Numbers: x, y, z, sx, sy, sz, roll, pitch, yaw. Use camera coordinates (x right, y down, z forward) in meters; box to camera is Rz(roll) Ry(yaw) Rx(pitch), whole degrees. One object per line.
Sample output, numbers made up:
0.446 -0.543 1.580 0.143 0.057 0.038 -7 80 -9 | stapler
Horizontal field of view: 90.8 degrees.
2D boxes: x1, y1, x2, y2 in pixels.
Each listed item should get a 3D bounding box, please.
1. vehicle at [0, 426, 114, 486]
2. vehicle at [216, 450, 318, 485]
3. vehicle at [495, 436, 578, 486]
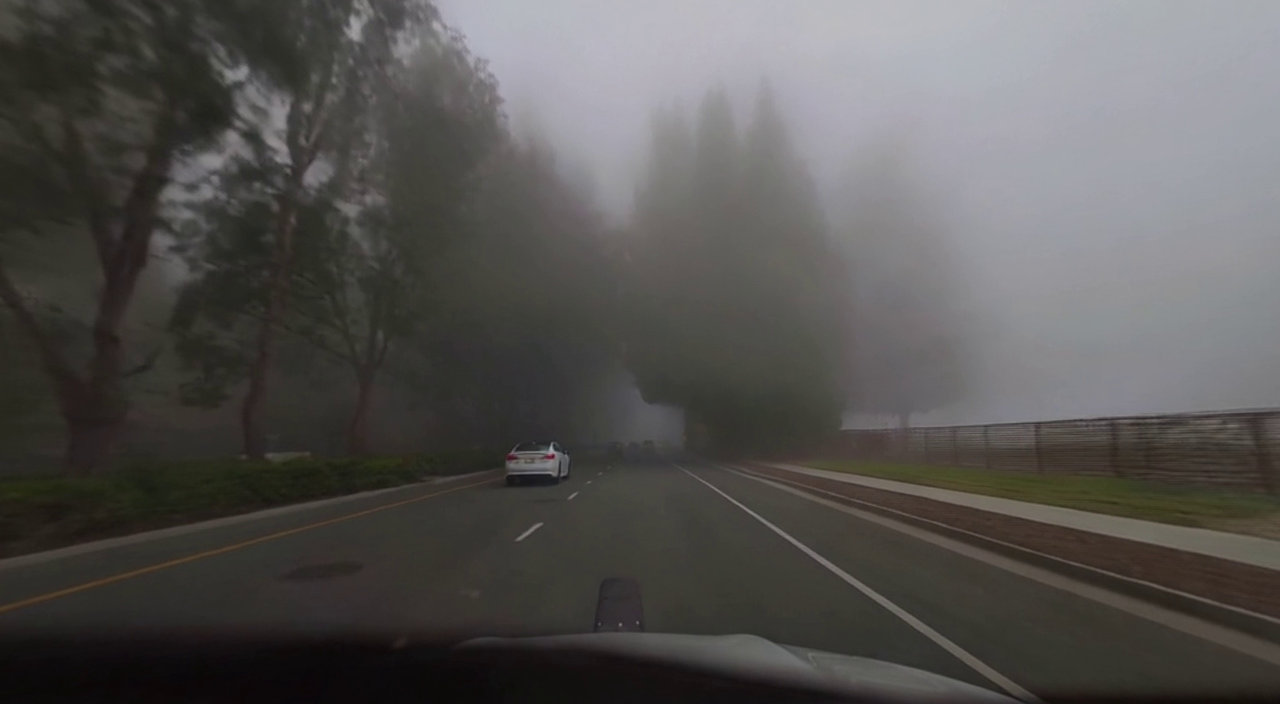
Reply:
-34.396 5.795 34.959 2.817 3.013 8.966 -5 -9 1 | vehicle
-20.749 6.426 35.508 2.243 1.703 5.669 0 -8 1 | vehicle
-3.226 3.484 20.480 1.870 1.431 4.317 0 -8 1 | vehicle
